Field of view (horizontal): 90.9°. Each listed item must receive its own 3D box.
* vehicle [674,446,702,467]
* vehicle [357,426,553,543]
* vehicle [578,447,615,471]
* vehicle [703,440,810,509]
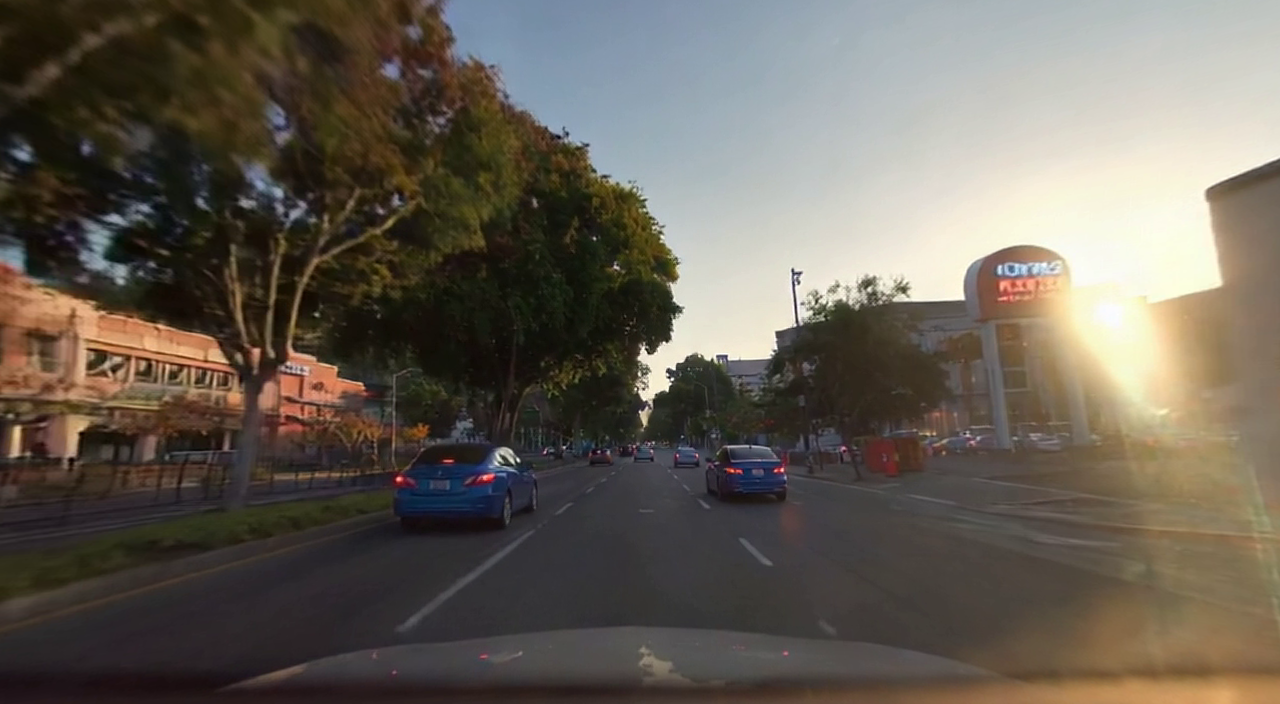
[{"bbox_3d":[3.749,8.204,49.605,1.931,1.552,4.125,-1,-9,1],"label":"vehicle"},{"bbox_3d":[-3.010,2.292,11.620,2.032,1.639,5.037,-1,-9,1],"label":"vehicle"},{"bbox_3d":[-2.822,7.025,41.614,2.040,1.471,4.211,-1,-9,2],"label":"vehicle"},{"bbox_3d":[2.841,3.070,16.314,1.946,1.513,4.133,-1,-9,0],"label":"vehicle"}]
